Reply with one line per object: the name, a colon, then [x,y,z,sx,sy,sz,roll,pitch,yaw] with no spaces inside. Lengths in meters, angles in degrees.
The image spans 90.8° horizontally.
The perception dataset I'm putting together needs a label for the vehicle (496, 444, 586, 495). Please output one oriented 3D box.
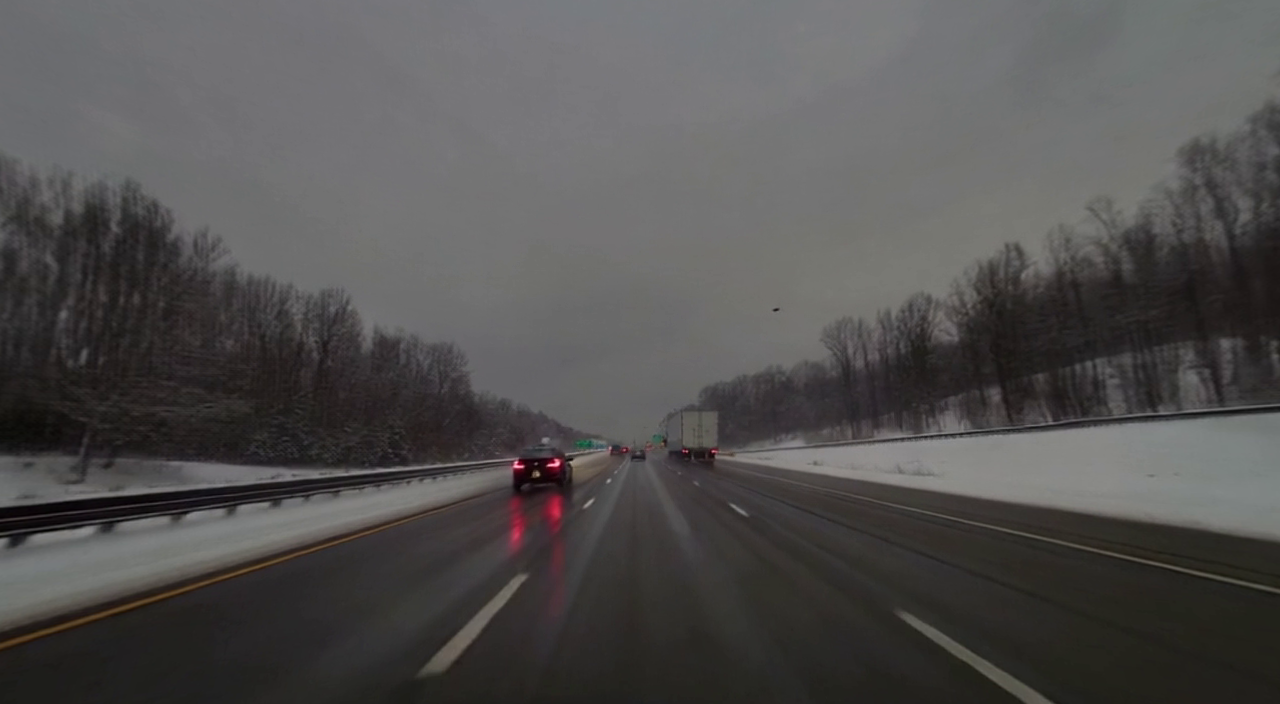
vehicle: [-3.038,3.732,20.459,2.121,1.445,4.651,0,-9,1]
